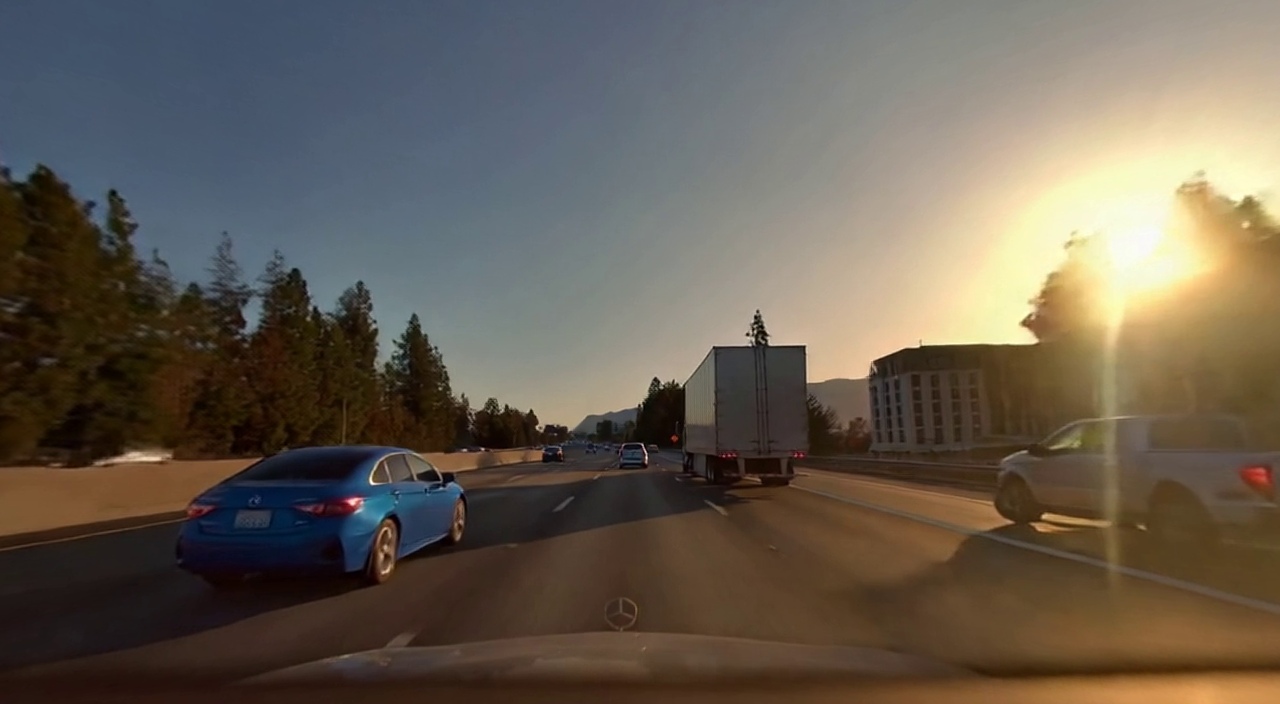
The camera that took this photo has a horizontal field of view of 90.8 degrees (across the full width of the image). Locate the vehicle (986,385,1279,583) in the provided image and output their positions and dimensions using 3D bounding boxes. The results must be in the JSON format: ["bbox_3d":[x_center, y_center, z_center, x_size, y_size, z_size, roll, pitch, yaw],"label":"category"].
[{"bbox_3d":[6.928,1.528,7.832,2.106,1.795,5.489,0,-9,-1],"label":"vehicle"}]

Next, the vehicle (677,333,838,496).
[{"bbox_3d":[3.359,2.709,23.377,2.876,4.086,15.117,0,-9,-1],"label":"vehicle"}]

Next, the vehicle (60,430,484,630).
[{"bbox_3d":[-3.208,1.634,6.859,1.864,1.406,4.544,0,-9,0],"label":"vehicle"}]

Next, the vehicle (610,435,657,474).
[{"bbox_3d":[-0.360,5.166,31.979,2.203,1.805,4.358,0,-9,-1],"label":"vehicle"}]
